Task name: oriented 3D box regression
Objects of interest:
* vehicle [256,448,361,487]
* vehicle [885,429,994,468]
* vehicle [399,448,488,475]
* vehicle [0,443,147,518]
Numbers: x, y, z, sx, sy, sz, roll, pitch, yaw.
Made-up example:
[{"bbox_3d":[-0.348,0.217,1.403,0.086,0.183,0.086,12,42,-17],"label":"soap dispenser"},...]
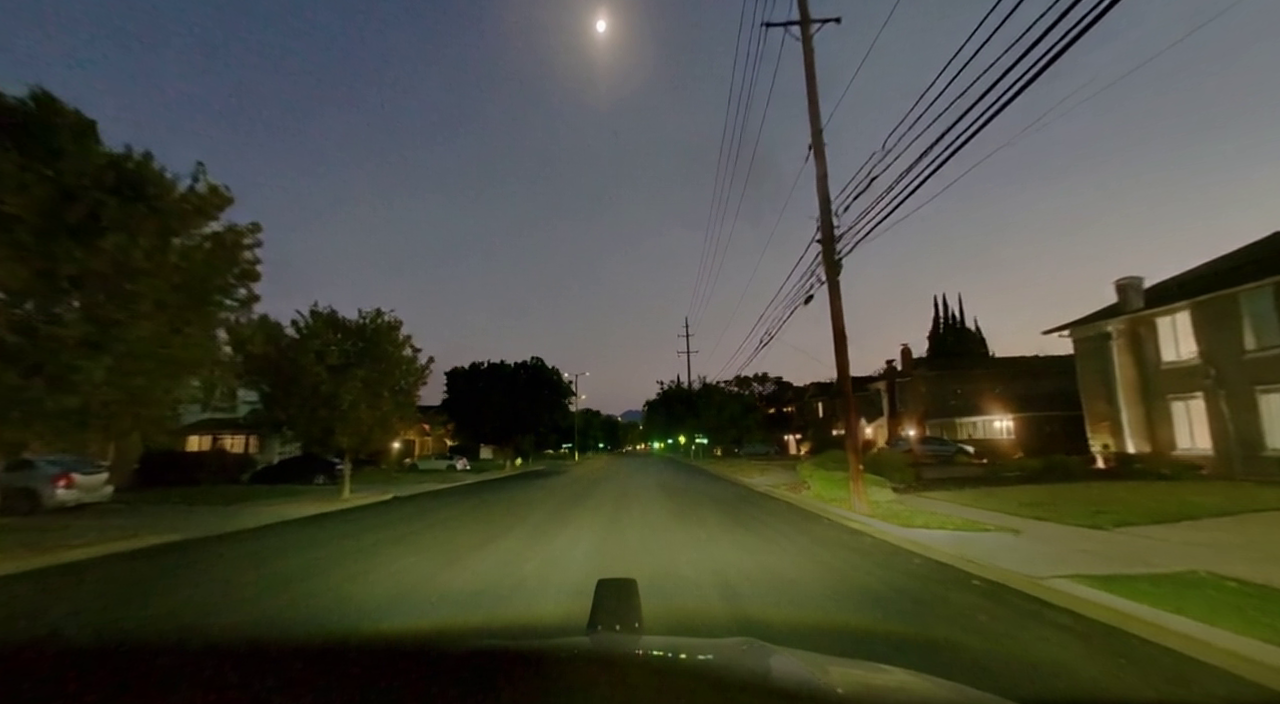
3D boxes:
[{"bbox_3d":[-14.957,5.205,28.941,1.978,1.586,5.192,0,-9,0],"label":"vehicle"},{"bbox_3d":[14.880,4.845,31.601,4.373,1.759,2.093,0,-10,5],"label":"vehicle"},{"bbox_3d":[-12.462,6.960,40.288,4.893,1.567,2.105,-1,-9,6],"label":"vehicle"},{"bbox_3d":[-15.229,3.206,16.170,4.232,1.693,1.949,-3,-9,18],"label":"vehicle"}]
